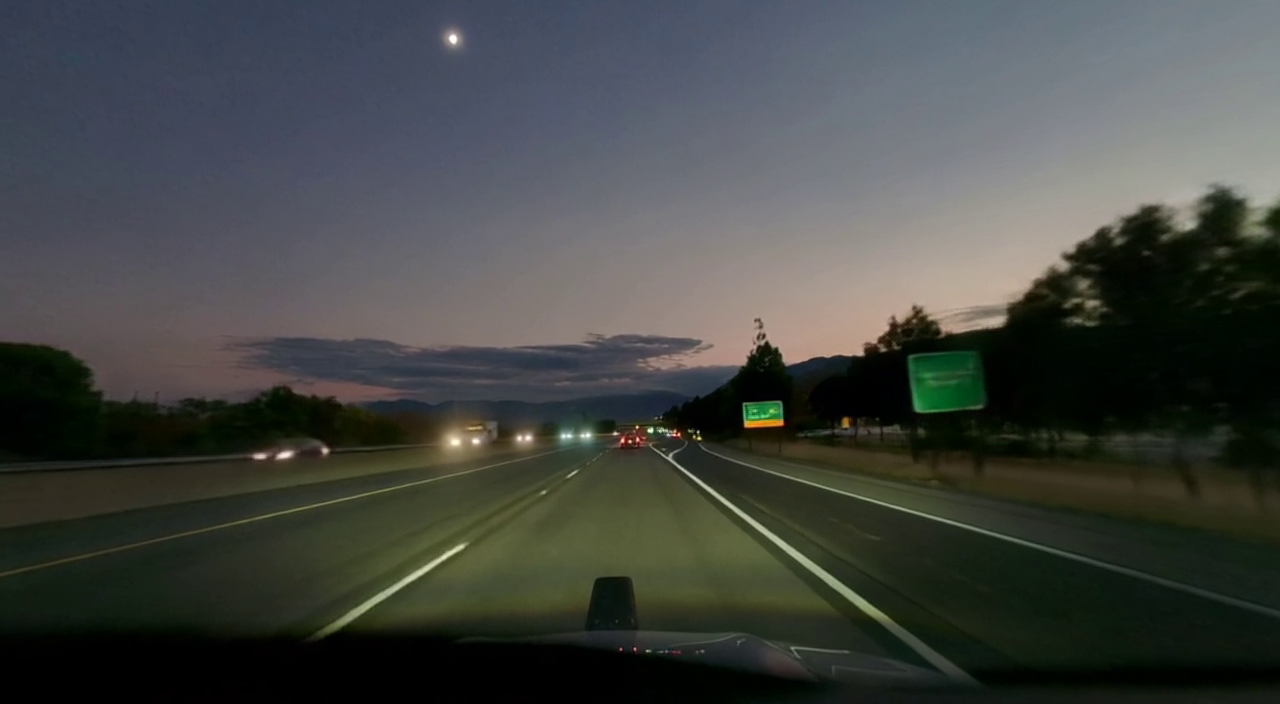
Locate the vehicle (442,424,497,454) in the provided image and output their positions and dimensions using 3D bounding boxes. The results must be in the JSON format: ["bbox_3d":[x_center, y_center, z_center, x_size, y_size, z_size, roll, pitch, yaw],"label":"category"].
[{"bbox_3d":[-13.337,6.873,49.725,2.624,2.225,6.259,0,-8,-1],"label":"vehicle"}]

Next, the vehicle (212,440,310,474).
[{"bbox_3d":[-17.630,4.876,29.551,2.095,1.423,4.064,0,-8,-1],"label":"vehicle"}]
